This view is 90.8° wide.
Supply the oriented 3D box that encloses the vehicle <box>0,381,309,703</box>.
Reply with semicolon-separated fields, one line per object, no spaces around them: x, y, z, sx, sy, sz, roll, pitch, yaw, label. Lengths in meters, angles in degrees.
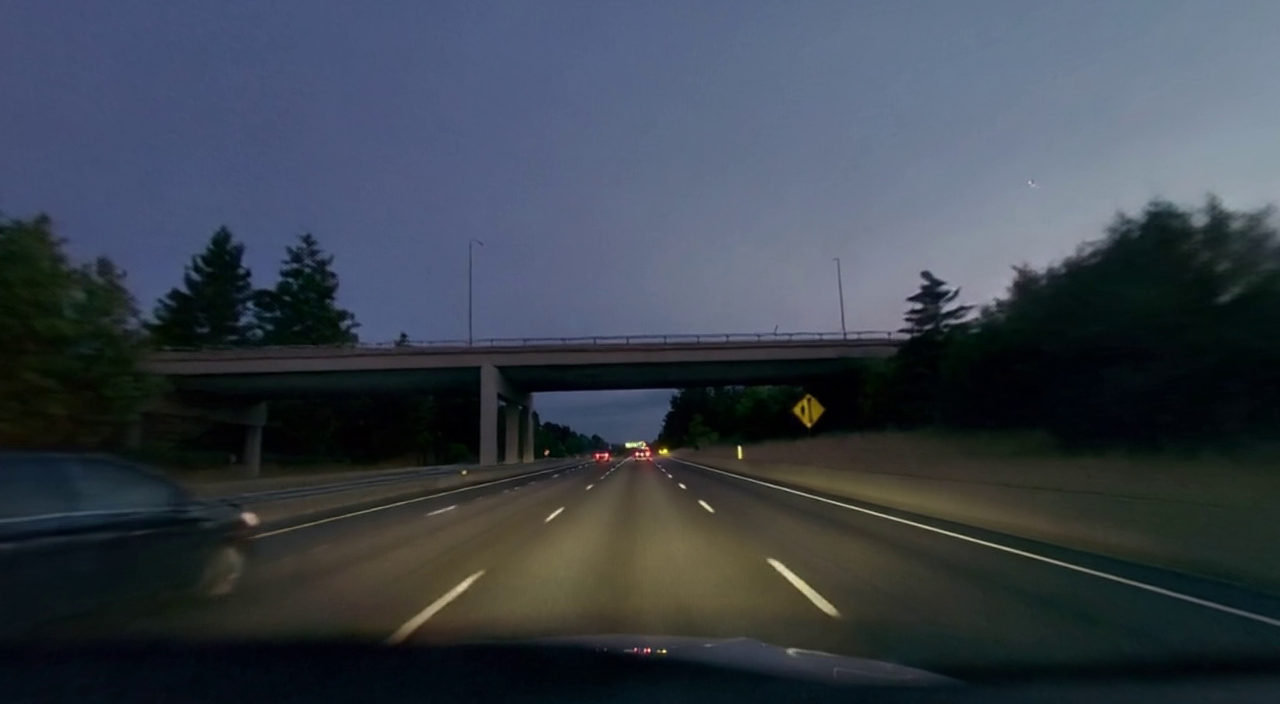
-4.111;1.038;3.485;2.076;1.637;4.526;0;-9;0;vehicle
